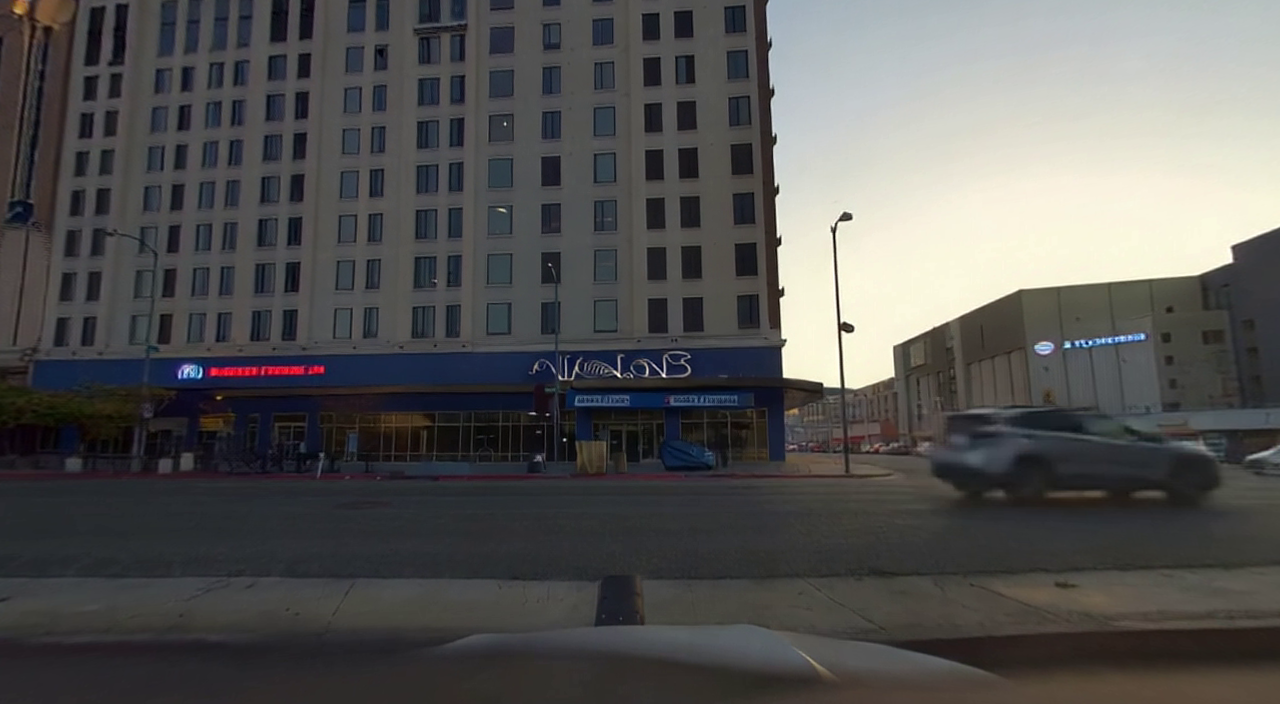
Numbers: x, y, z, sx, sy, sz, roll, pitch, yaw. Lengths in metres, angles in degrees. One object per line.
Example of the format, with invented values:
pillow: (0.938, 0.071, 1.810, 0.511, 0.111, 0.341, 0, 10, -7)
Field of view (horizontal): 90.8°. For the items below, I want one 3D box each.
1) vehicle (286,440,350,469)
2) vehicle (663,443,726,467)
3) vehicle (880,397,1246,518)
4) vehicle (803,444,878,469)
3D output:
vehicle: (-20.140, 6.365, 39.465, 4.596, 1.680, 1.936, -8, -11, 41)
vehicle: (3.447, 6.620, 40.855, 1.812, 1.468, 4.519, 5, -10, -28)
vehicle: (6.828, 1.727, 10.601, 4.735, 1.779, 2.051, 1, -8, -5)
vehicle: (12.851, 6.700, 40.733, 1.791, 1.453, 4.593, 5, -10, -29)
